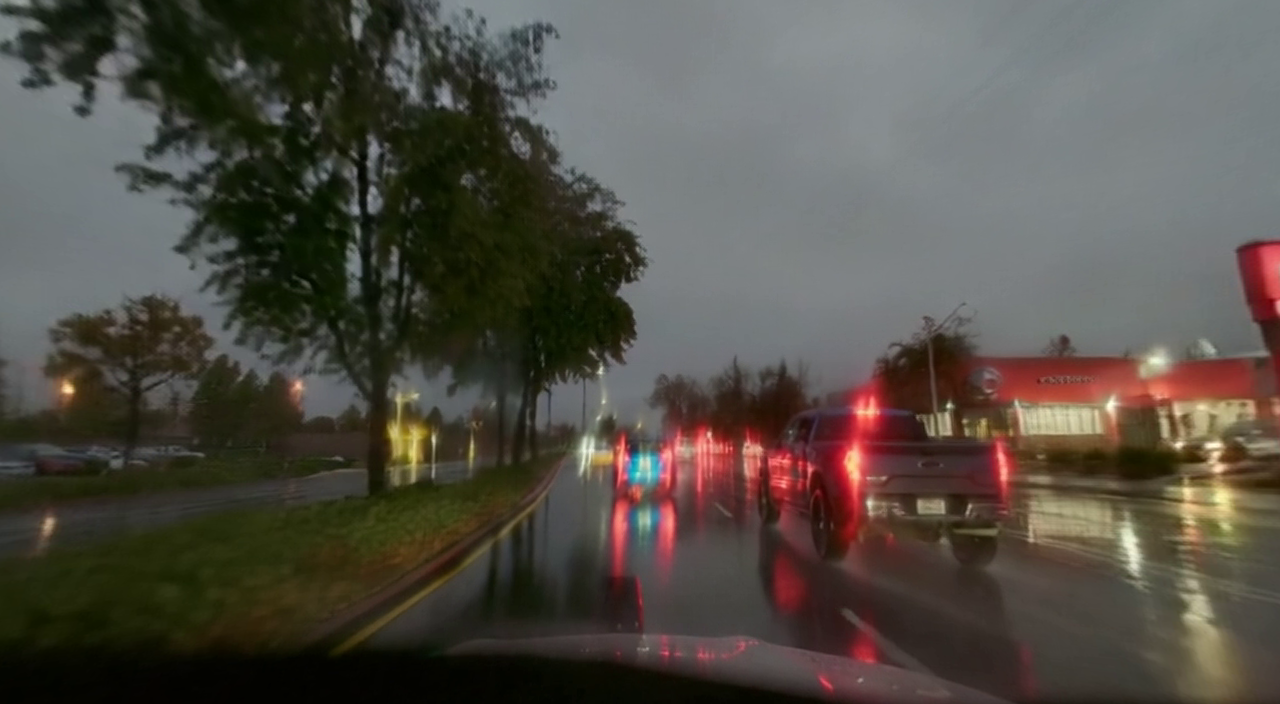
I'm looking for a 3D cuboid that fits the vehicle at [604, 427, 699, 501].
[{"bbox_3d":[0.247,2.828,16.300,2.145,1.650,4.021,0,-8,0],"label":"vehicle"}]

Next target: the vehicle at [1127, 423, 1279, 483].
[{"bbox_3d":[18.562,3.253,20.452,1.909,1.717,4.451,0,-9,1],"label":"vehicle"}]

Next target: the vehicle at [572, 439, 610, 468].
[{"bbox_3d":[-2.749,5.564,34.756,1.960,1.475,4.161,1,-9,-6],"label":"vehicle"}]

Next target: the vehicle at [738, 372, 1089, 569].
[{"bbox_3d":[3.385,1.708,9.813,2.731,2.101,6.047,0,-9,0],"label":"vehicle"}]

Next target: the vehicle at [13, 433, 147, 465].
[{"bbox_3d":[-32.877,5.707,37.097,5.603,1.772,2.150,1,-9,-3],"label":"vehicle"}]
